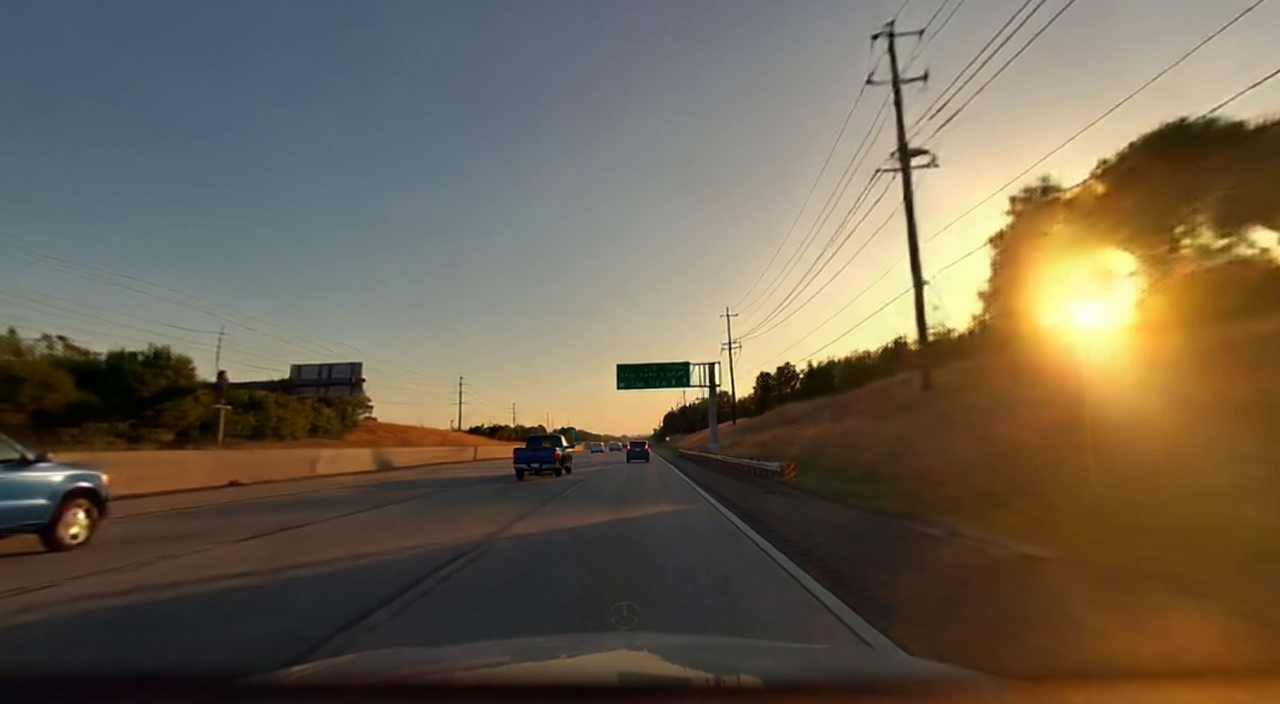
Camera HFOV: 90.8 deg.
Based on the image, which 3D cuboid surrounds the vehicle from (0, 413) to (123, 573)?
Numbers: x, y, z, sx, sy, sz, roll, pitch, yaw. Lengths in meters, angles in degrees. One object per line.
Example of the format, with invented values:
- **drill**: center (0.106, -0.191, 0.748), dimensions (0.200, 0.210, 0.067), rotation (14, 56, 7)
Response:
- **vehicle**: center (-7.500, 1.314, 5.619), dimensions (2.013, 1.609, 4.446), rotation (0, -8, 0)

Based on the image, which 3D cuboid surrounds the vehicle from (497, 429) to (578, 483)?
- **vehicle**: center (-3.726, 3.905, 24.074), dimensions (2.204, 1.812, 5.289), rotation (0, -8, 0)

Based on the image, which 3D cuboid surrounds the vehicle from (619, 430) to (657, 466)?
- **vehicle**: center (-0.140, 6.185, 40.836), dimensions (2.358, 2.144, 4.713), rotation (0, -8, 0)
